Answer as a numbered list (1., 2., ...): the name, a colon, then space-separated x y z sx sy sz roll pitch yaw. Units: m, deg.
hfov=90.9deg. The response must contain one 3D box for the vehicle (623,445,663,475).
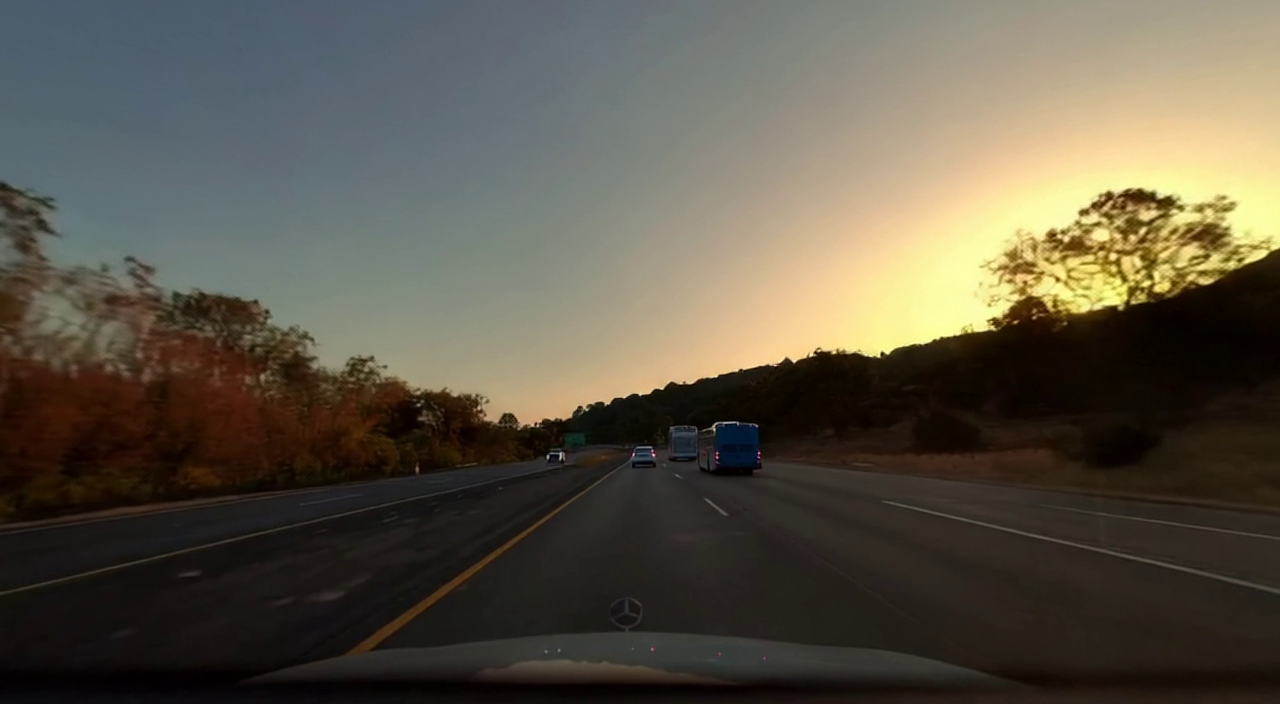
1. vehicle: 0.147 5.716 33.544 2.004 1.449 3.817 0 -9 -1

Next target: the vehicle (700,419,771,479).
1. vehicle: 4.400 4.644 30.182 2.440 2.555 5.957 0 -9 0
